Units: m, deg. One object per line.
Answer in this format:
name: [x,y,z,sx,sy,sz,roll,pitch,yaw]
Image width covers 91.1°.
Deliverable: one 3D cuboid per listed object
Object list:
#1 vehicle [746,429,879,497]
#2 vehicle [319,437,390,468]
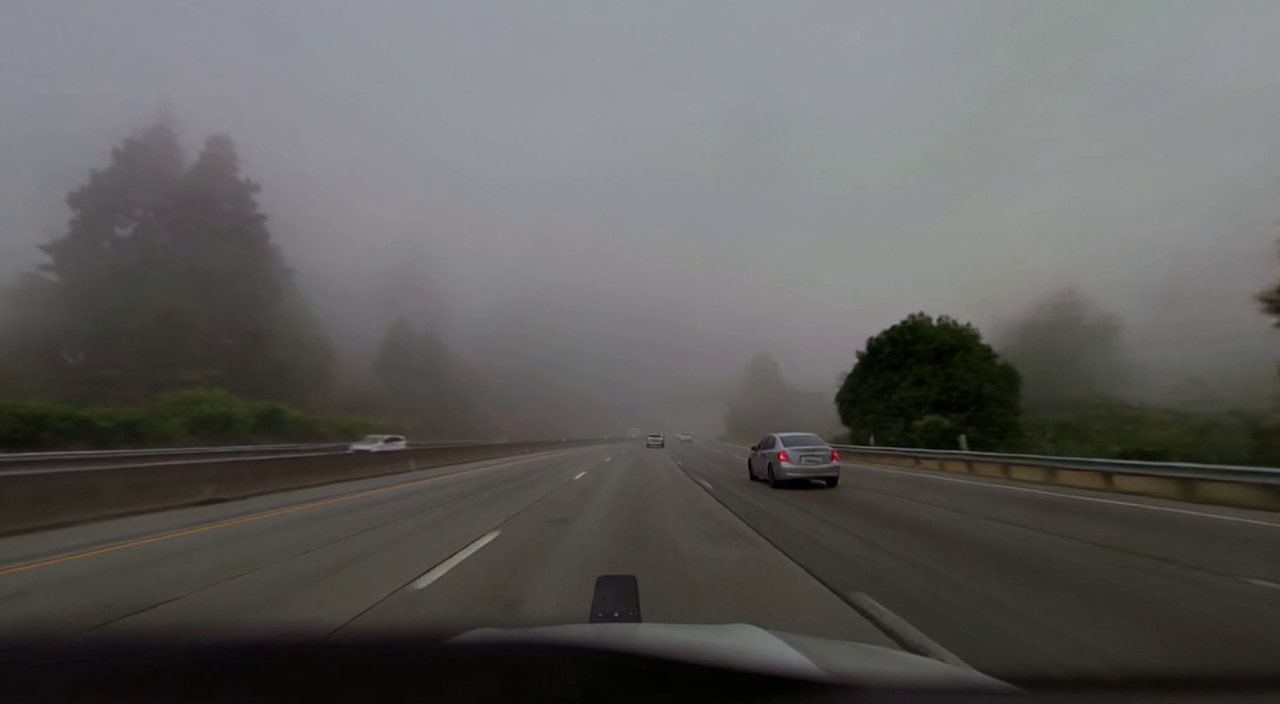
vehicle: [4.090,2.690,15.733,1.982,1.452,4.294,0,-8,-2]
vehicle: [-15.847,5.566,35.160,1.900,1.622,4.292,0,-8,1]
